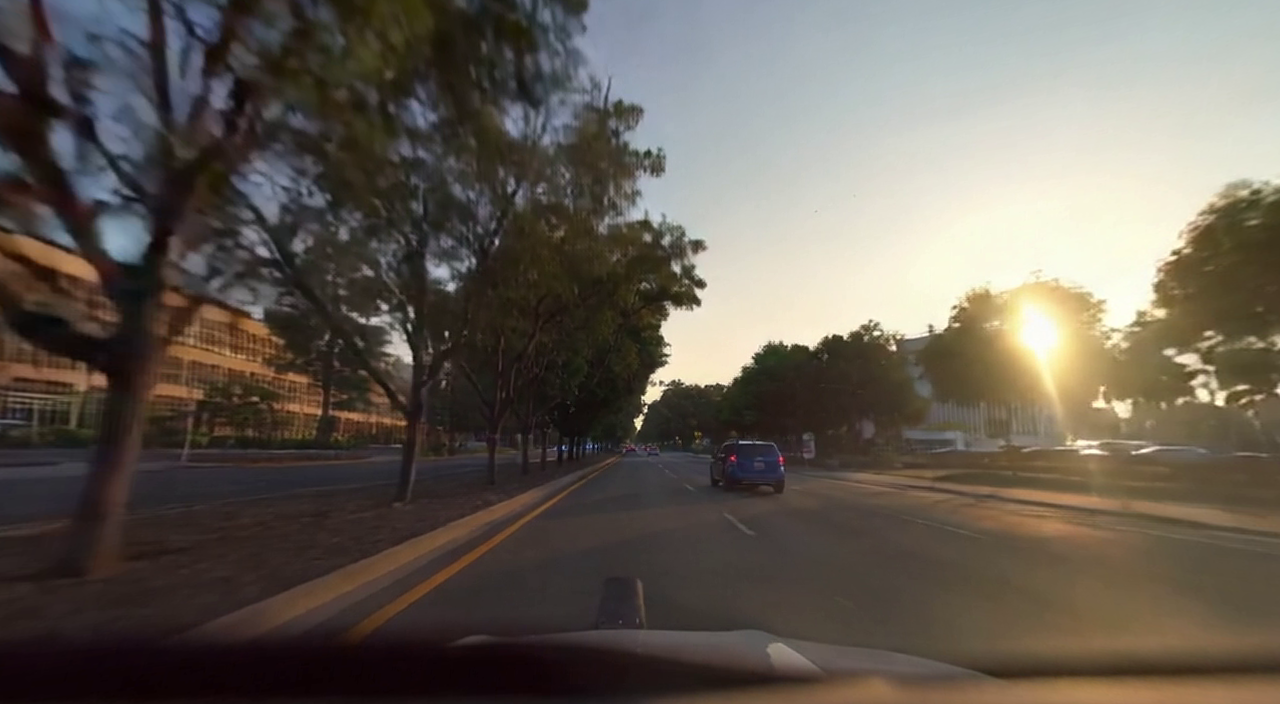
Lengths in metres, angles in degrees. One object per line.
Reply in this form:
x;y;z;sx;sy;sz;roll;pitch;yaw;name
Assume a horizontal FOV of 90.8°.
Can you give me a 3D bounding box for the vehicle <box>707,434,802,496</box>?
3.417;3.462;19.755;2.072;1.696;4.177;1;-9;-2;vehicle
